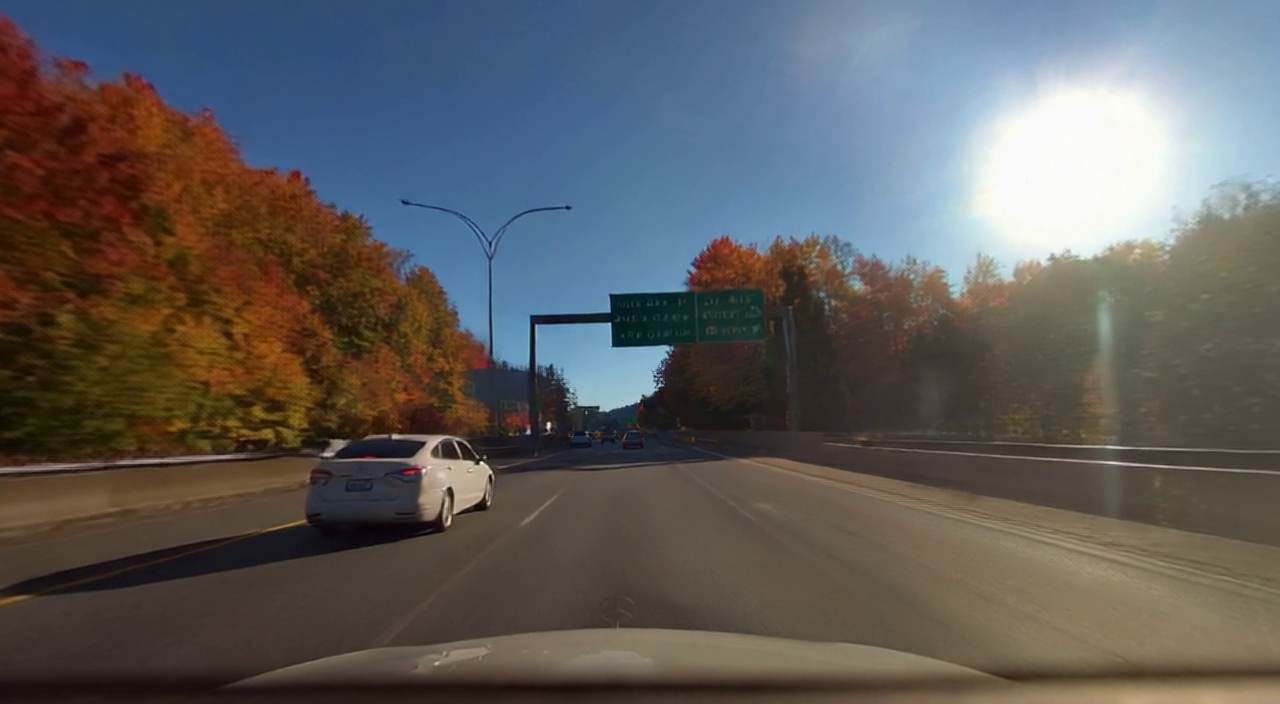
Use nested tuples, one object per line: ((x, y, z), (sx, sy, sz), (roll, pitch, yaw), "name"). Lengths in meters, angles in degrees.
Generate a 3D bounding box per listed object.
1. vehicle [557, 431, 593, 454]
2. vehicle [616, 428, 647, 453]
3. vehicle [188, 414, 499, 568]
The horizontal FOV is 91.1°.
((-4.439, 6.273, 43.636), (2.071, 1.524, 4.398), (0, -8, -1), "vehicle")
((-0.576, 6.155, 43.659), (2.054, 1.609, 3.859), (0, -8, -1), "vehicle")
((-3.438, 1.682, 8.544), (1.989, 1.497, 4.645), (0, -8, 0), "vehicle")
